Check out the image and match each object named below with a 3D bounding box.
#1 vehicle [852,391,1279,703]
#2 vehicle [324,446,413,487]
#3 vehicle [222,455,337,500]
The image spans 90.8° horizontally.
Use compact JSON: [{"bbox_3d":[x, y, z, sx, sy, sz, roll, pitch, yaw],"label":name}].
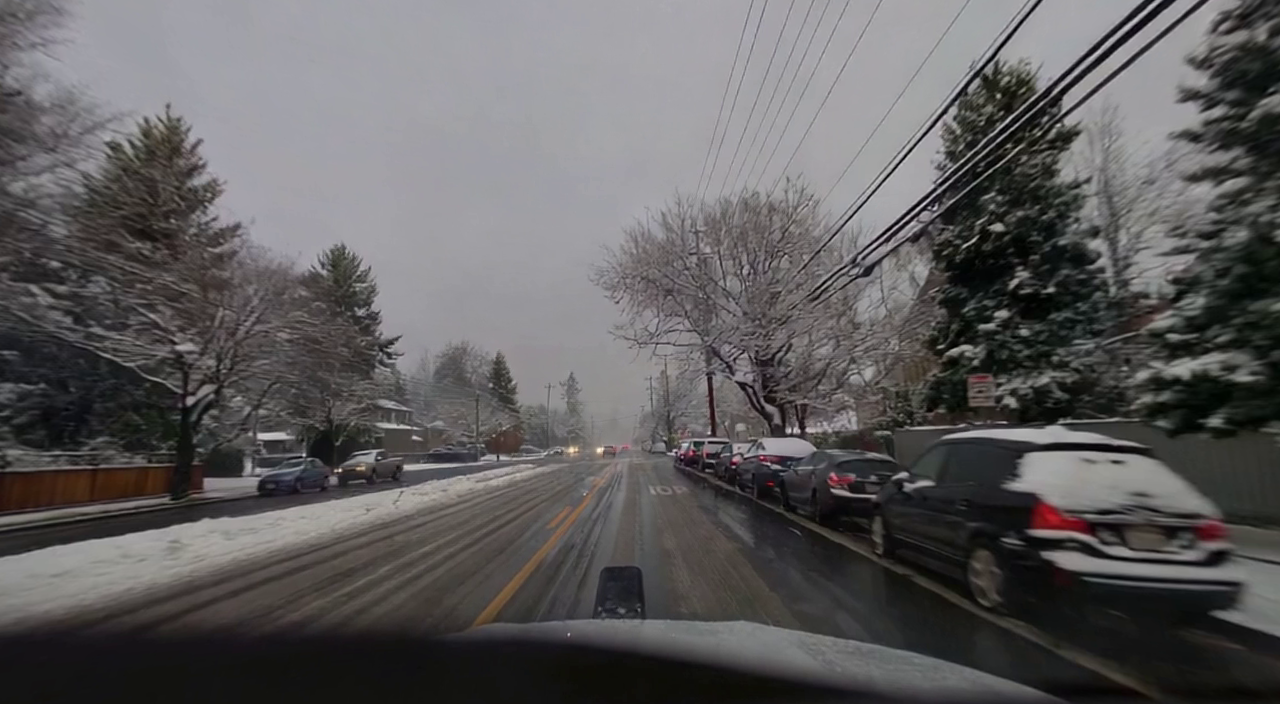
[{"bbox_3d":[3.780,1.421,5.751,1.843,1.671,5.138,0,-9,-1],"label":"vehicle"},{"bbox_3d":[-13.725,5.806,32.389,2.229,1.878,5.540,1,-9,-2],"label":"vehicle"},{"bbox_3d":[-13.668,4.765,24.307,1.909,1.496,4.421,0,-9,-2],"label":"vehicle"}]
